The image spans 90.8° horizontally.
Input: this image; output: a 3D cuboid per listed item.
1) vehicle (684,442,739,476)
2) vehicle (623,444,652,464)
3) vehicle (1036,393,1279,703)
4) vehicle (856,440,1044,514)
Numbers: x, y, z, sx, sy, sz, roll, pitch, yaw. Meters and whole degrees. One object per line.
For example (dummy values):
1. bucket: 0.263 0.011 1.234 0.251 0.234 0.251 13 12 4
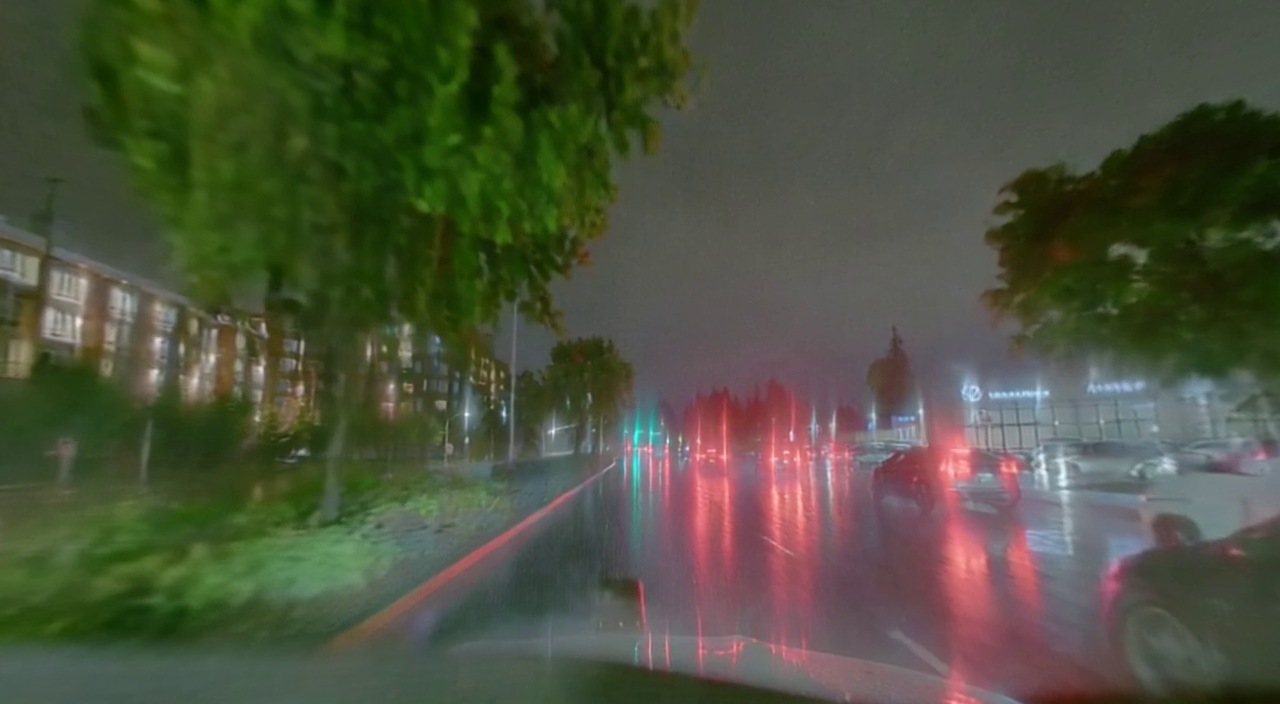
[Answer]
1. vehicle: 3.388 5.164 30.780 1.953 1.514 4.672 0 -9 -2
2. vehicle: -0.246 7.739 48.129 2.095 1.456 3.873 0 -9 -1
3. vehicle: 3.389 0.801 1.648 2.034 1.496 4.040 0 -9 -1
4. vehicle: 7.207 2.933 15.410 2.098 1.507 4.655 0 -9 -2
